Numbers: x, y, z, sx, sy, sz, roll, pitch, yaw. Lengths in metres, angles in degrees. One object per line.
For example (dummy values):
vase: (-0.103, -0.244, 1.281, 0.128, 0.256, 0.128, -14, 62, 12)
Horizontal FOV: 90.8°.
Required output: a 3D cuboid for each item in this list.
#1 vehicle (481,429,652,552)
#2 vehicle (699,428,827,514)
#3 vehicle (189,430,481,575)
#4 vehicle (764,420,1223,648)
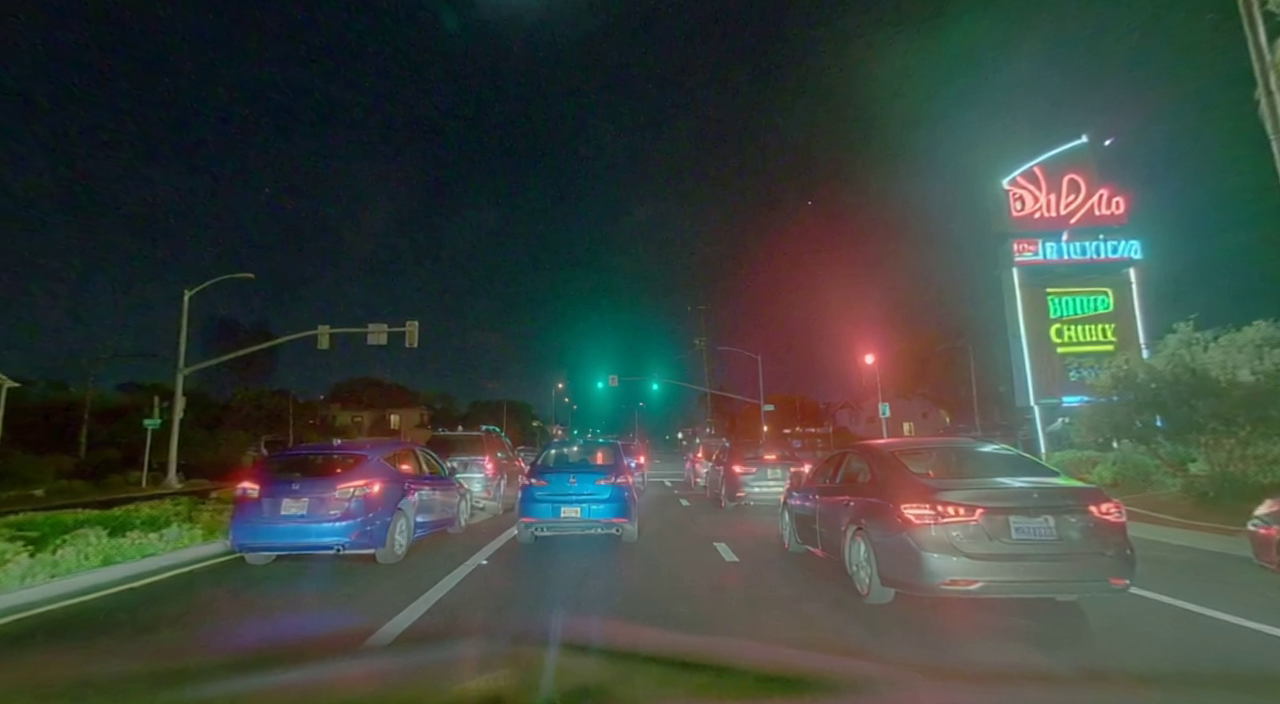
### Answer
vehicle: (-0.983, 1.999, 9.790, 2.104, 1.500, 3.815, 0, -9, -2)
vehicle: (2.540, 2.588, 14.193, 1.956, 1.615, 4.205, 0, -9, -1)
vehicle: (-3.722, 1.891, 8.840, 2.058, 1.474, 4.473, 0, -9, -3)
vehicle: (2.744, 1.506, 6.339, 2.014, 1.464, 4.312, 0, -9, -2)
